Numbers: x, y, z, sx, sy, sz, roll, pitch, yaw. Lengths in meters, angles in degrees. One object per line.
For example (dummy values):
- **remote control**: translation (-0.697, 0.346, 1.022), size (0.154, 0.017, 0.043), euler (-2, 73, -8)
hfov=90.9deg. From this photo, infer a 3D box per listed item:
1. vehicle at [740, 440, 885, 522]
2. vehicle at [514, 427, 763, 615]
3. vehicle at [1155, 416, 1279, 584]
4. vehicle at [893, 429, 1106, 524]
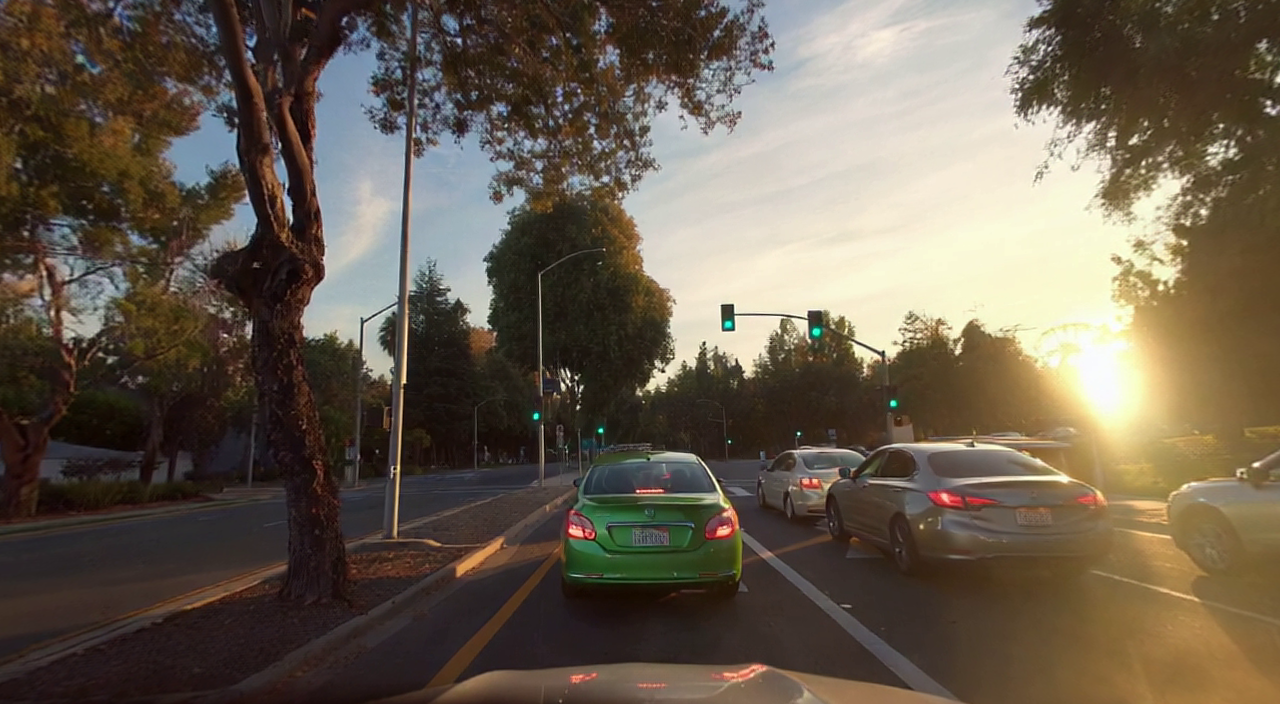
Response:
- **vehicle**: translation (3.529, 2.725, 13.868), size (1.934, 1.494, 4.446), euler (0, -9, 0)
- **vehicle**: translation (0.007, 1.685, 7.135), size (2.015, 1.502, 3.898), euler (0, -9, 1)
- **vehicle**: translation (6.933, 1.339, 5.584), size (1.783, 1.572, 3.421), euler (0, -9, 1)
- **vehicle**: translation (7.018, 2.467, 12.923), size (1.923, 1.611, 4.094), euler (0, -9, 0)
